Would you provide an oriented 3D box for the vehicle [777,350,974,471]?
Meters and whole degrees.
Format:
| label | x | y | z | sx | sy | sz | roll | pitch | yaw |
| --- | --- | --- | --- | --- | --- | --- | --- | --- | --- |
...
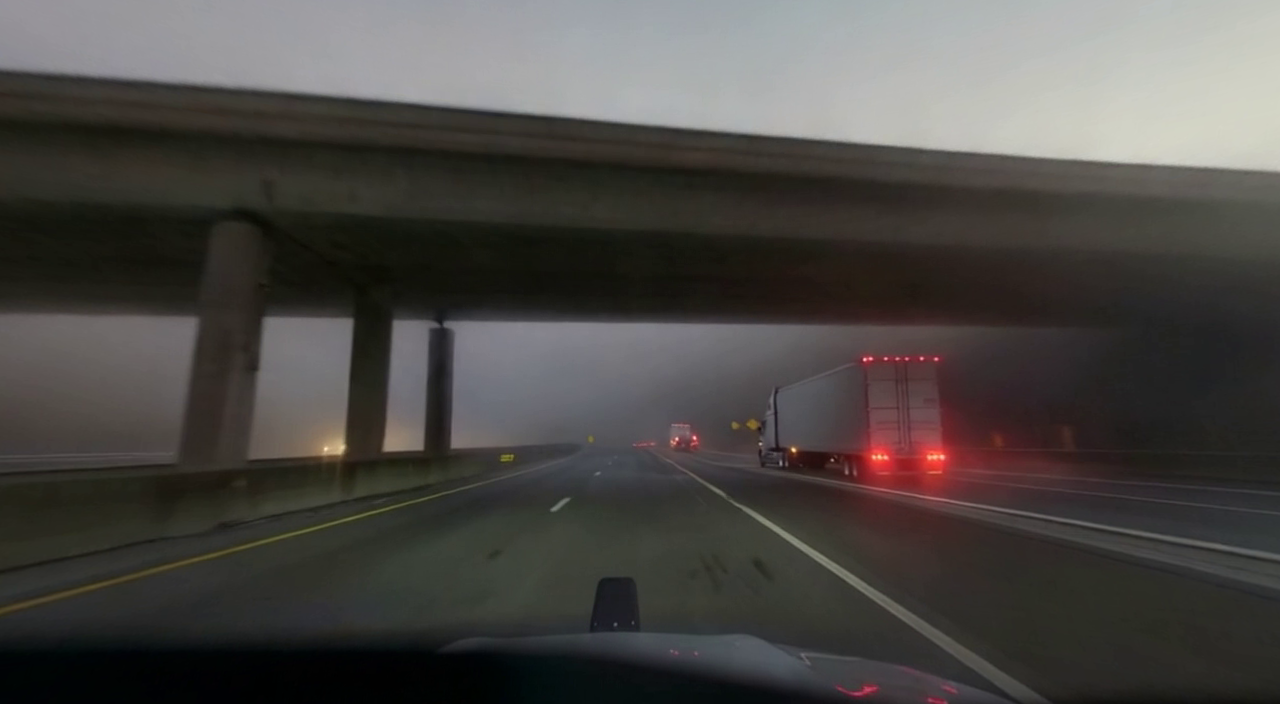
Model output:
| label | x | y | z | sx | sy | sz | roll | pitch | yaw |
| --- | --- | --- | --- | --- | --- | --- | --- | --- | --- |
| vehicle | 9.379 | 2.896 | 27.904 | 2.855 | 4.053 | 13.328 | 0 | -8 | -3 |
